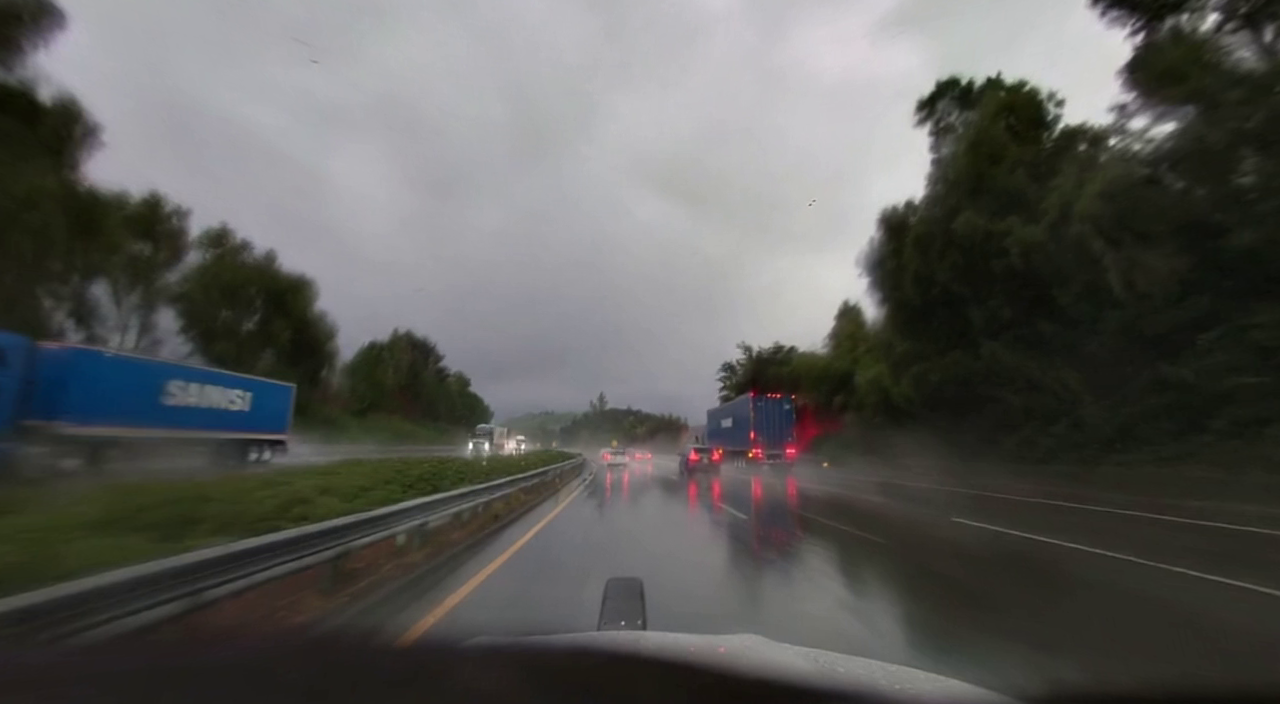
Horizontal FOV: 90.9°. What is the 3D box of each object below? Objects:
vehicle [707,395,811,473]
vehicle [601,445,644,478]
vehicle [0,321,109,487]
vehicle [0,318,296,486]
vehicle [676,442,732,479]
[{"bbox_3d":[6.861,5.319,39.497,2.965,3.990,14.227,1,-9,-3],"label":"vehicle"},{"bbox_3d":[-0.890,5.506,31.848,2.050,1.534,3.771,0,-9,-2],"label":"vehicle"},{"bbox_3d":[-16.944,1.243,15.149,2.955,3.956,5.855,0,-9,-1],"label":"vehicle"},{"bbox_3d":[-17.145,2.255,21.851,2.843,4.028,14.083,0,-9,-1],"label":"vehicle"},{"bbox_3d":[2.918,5.051,29.531,2.013,1.623,3.916,0,-9,-3],"label":"vehicle"}]
